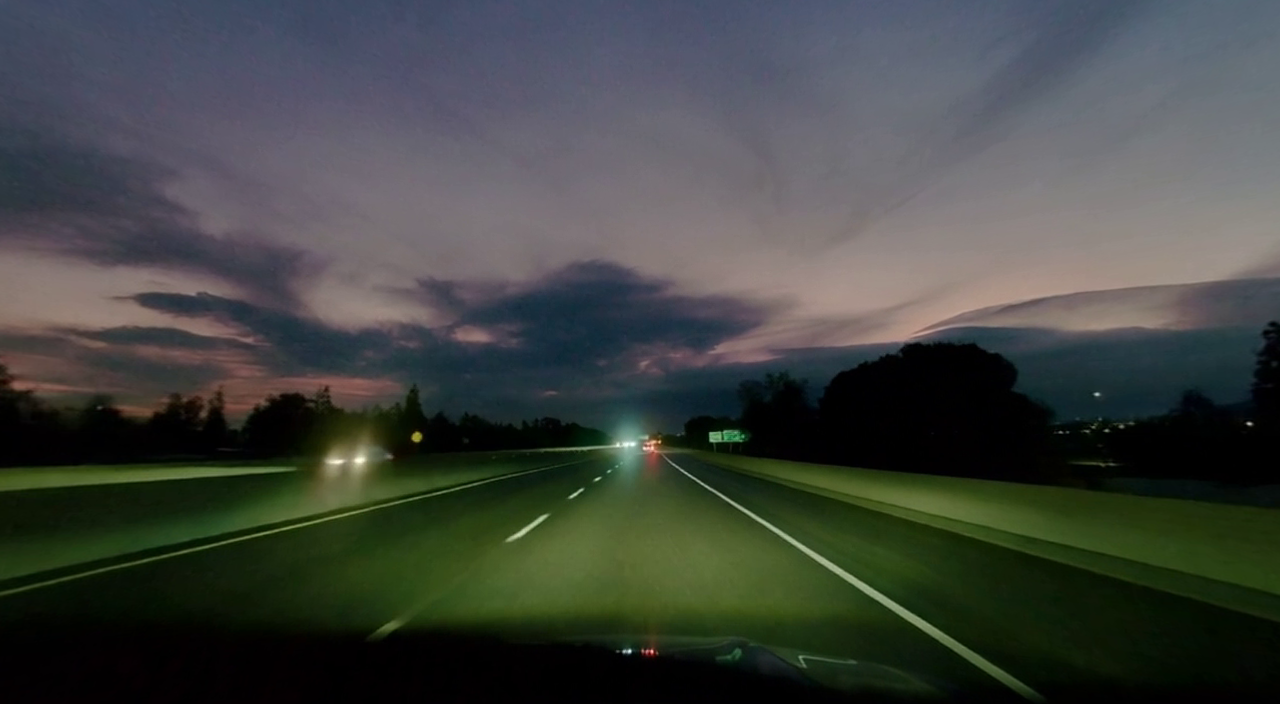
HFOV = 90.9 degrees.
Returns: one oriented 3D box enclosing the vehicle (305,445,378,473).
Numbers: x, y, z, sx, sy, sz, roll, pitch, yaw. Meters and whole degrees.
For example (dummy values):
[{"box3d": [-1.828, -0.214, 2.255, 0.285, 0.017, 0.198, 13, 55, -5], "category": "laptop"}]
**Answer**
[{"box3d": [-16.787, 5.987, 35.679, 1.814, 1.456, 4.581, 0, -8, 1], "category": "vehicle"}]
